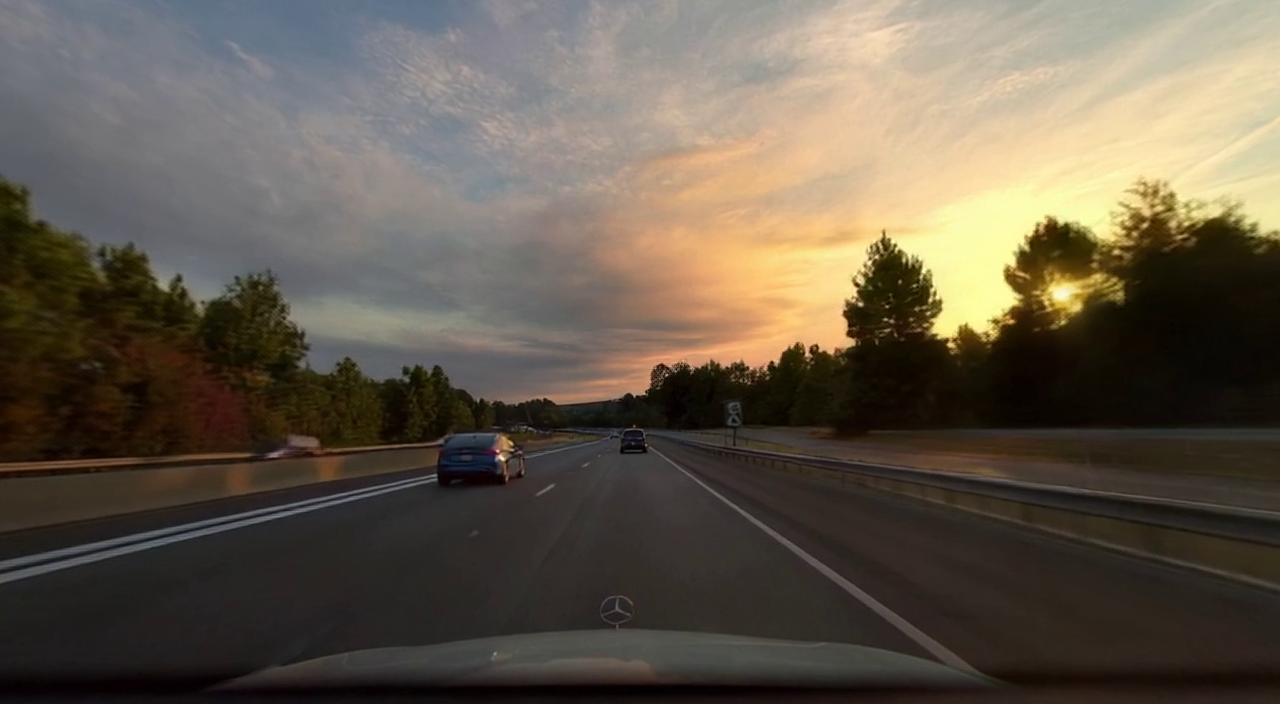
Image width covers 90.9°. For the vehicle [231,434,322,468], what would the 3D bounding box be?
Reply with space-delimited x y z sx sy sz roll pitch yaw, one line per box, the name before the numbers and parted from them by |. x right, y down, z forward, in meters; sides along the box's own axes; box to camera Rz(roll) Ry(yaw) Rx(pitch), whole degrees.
vehicle | -17.490 4.764 30.568 1.865 1.505 4.337 0 -8 0

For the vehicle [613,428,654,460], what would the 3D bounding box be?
vehicle | -0.352 5.025 34.497 2.134 1.654 4.174 0 -8 -1

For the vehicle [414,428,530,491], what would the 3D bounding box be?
vehicle | -4.420 2.883 17.330 2.030 1.491 4.046 0 -8 1
